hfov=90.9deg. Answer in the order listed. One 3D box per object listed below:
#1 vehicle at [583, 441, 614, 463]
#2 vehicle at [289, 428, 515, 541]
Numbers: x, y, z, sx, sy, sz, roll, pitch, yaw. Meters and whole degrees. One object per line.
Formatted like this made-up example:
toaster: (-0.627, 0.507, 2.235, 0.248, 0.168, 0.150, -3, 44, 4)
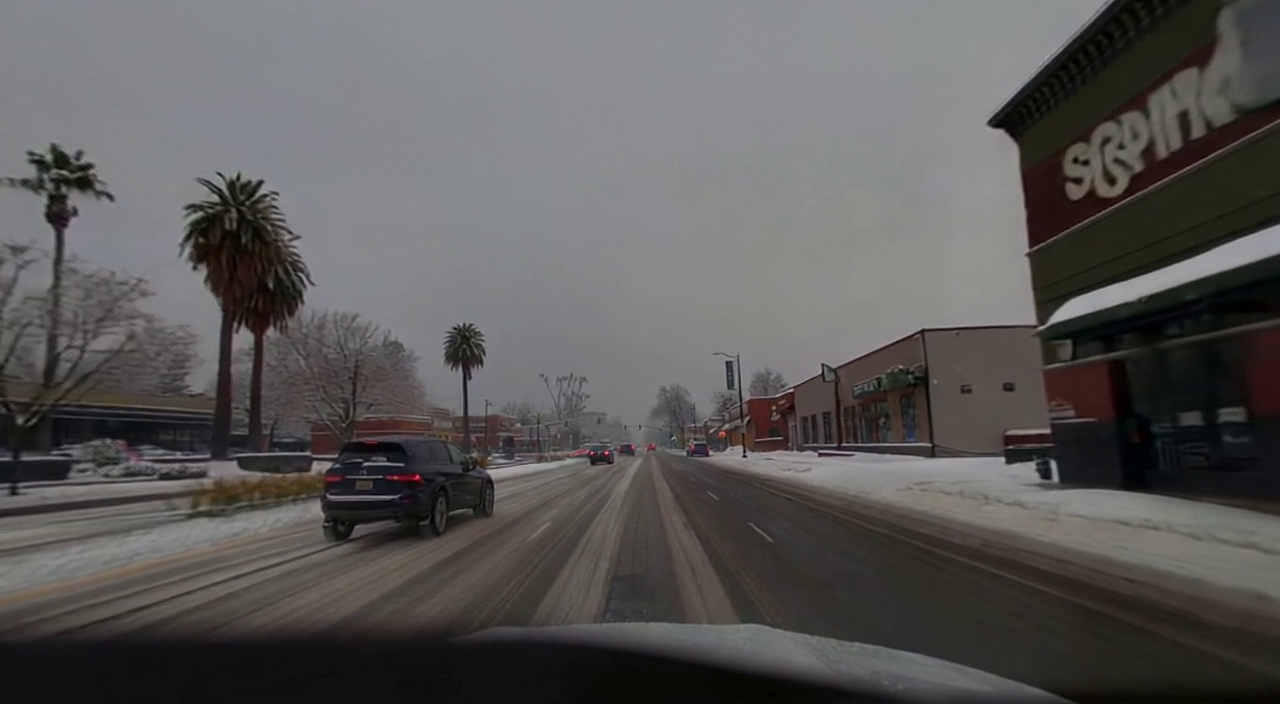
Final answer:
vehicle: (-3.194, 7.738, 48.885, 2.024, 1.636, 4.121, 0, -9, 1)
vehicle: (-3.666, 2.120, 10.776, 2.032, 1.511, 4.424, 0, -9, 2)
